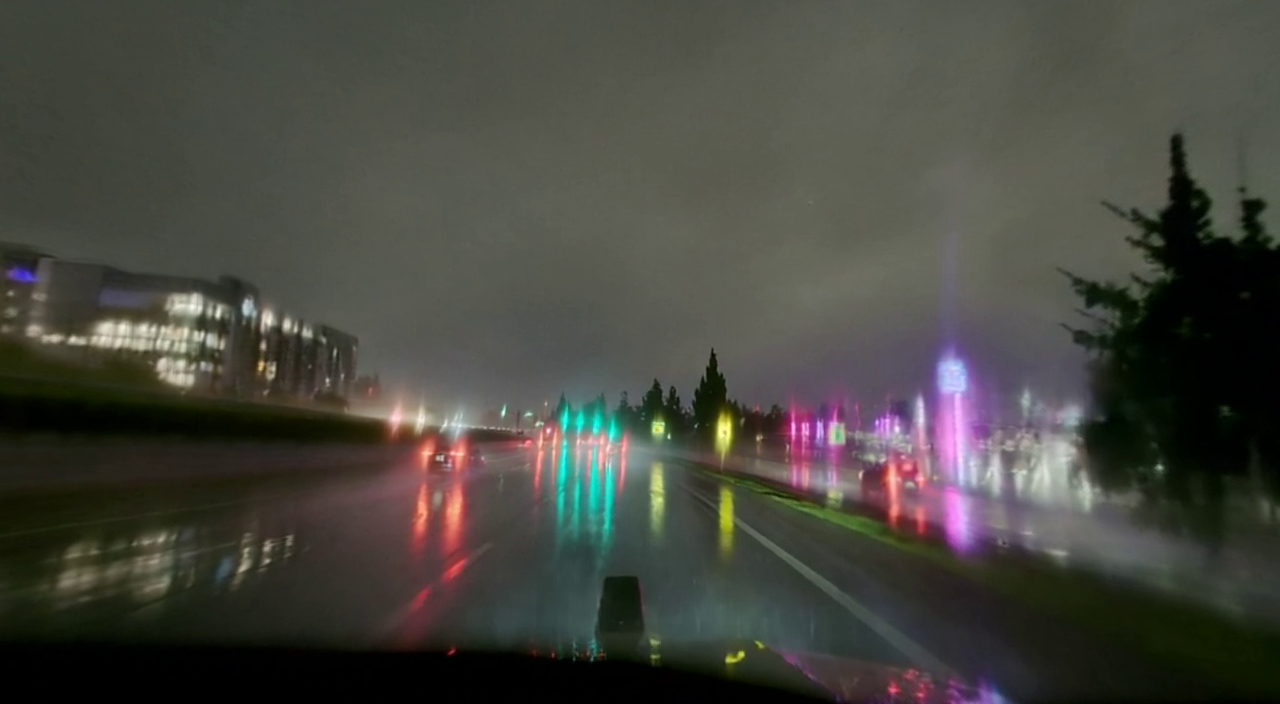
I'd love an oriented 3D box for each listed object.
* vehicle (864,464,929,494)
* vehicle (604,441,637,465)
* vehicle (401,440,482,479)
[{"bbox_3d":[17.445,8.638,43.203,2.023,1.782,4.193,2,-9,-12],"label":"vehicle"},{"bbox_3d":[-1.289,6.479,40.624,2.038,1.414,4.357,0,-9,-3],"label":"vehicle"},{"bbox_3d":[-8.119,4.418,26.266,2.009,1.454,4.250,0,-9,-1],"label":"vehicle"}]
